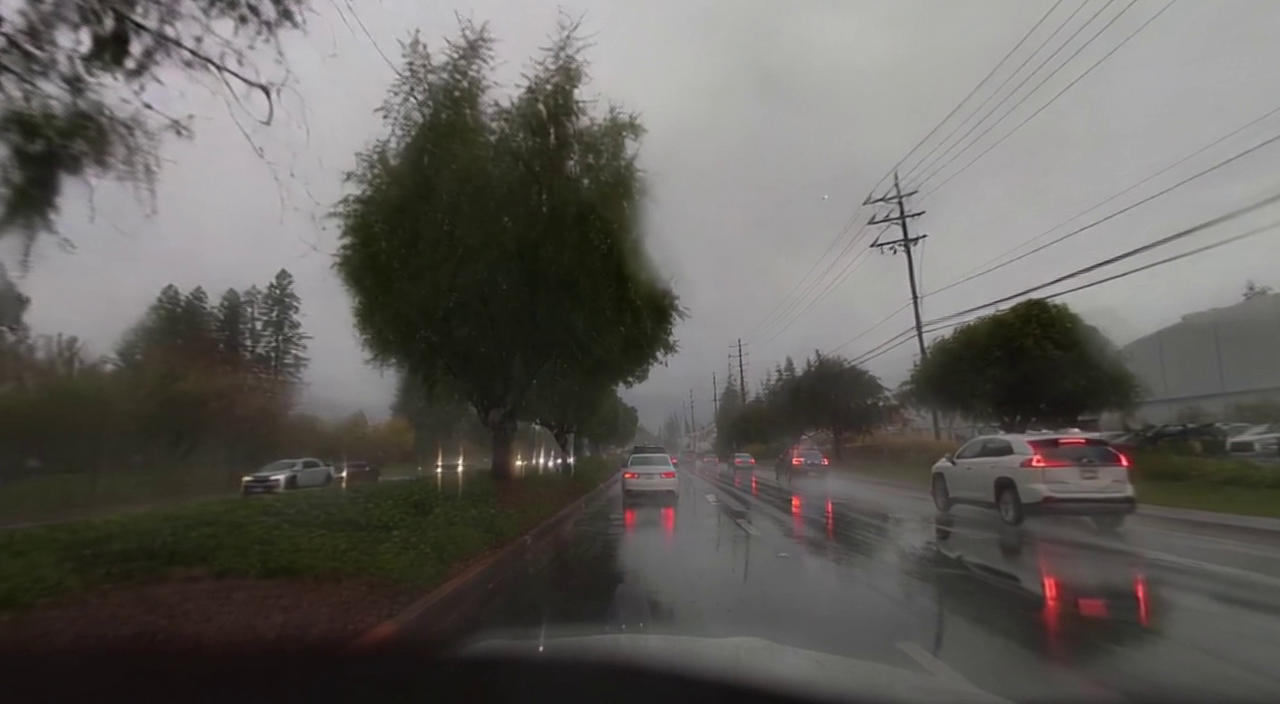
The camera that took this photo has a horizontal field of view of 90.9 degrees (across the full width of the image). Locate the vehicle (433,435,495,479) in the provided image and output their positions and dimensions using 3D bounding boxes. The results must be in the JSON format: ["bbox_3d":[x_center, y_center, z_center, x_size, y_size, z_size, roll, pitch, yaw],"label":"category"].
[{"bbox_3d":[-11.992,7.197,43.550,2.276,2.762,6.504,0,-8,1],"label":"vehicle"}]

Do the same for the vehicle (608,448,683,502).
[{"bbox_3d":[0.177,3.772,19.847,2.108,1.479,3.935,0,-8,1],"label":"vehicle"}]

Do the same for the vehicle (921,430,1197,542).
[{"bbox_3d":[7.329,2.350,11.800,1.983,1.649,4.557,0,-8,0],"label":"vehicle"}]

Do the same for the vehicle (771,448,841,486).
[{"bbox_3d":[7.294,5.057,28.141,1.850,1.480,4.474,0,-8,-1],"label":"vehicle"}]

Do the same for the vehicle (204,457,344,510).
[{"bbox_3d":[-12.122,4.359,21.338,1.942,1.481,4.621,0,-8,0],"label":"vehicle"}]

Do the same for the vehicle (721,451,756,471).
[{"bbox_3d":[7.756,8.568,49.950,1.899,1.458,4.499,0,-8,-1],"label":"vehicle"}]
